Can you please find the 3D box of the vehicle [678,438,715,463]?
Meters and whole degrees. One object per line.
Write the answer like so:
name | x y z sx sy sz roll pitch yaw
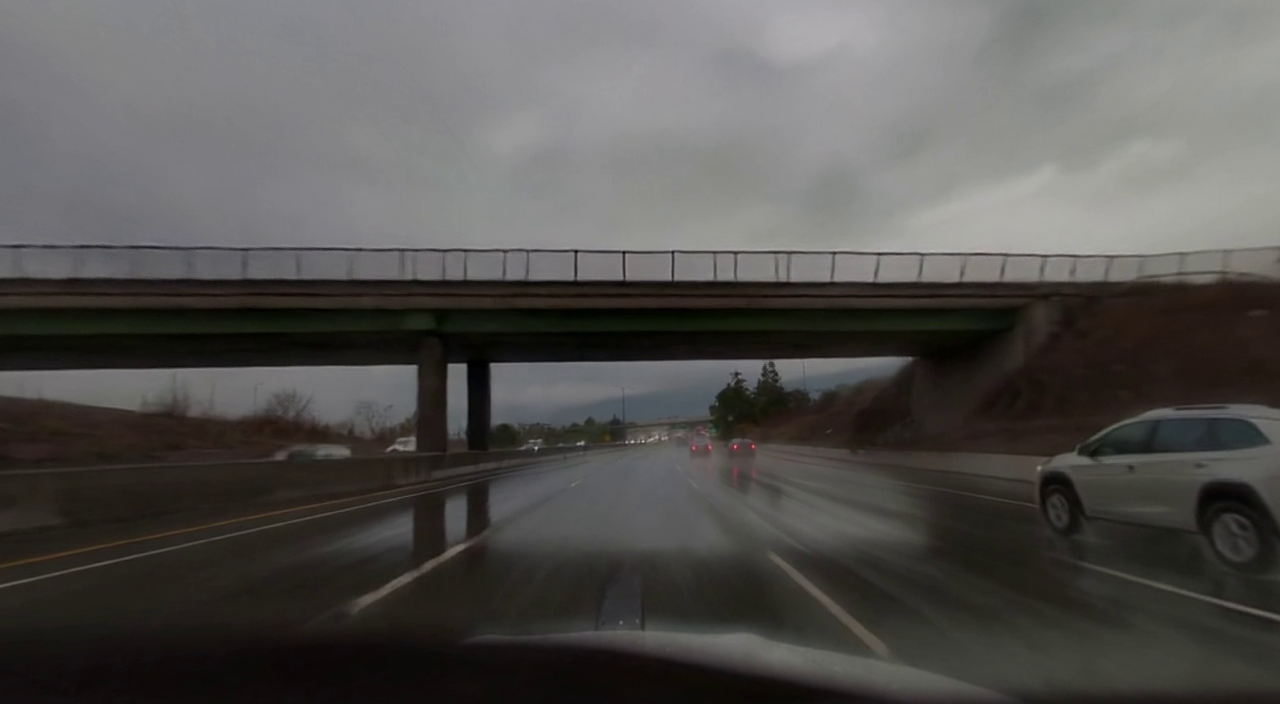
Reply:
vehicle | 3.465 6.152 39.532 1.981 1.471 4.342 -1 -8 1

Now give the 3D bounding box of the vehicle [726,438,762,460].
vehicle | 7.851 7.363 47.978 1.989 1.529 4.375 0 -8 0

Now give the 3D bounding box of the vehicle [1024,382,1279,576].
vehicle | 7.051 1.381 7.240 2.087 1.806 4.946 0 -8 -1
